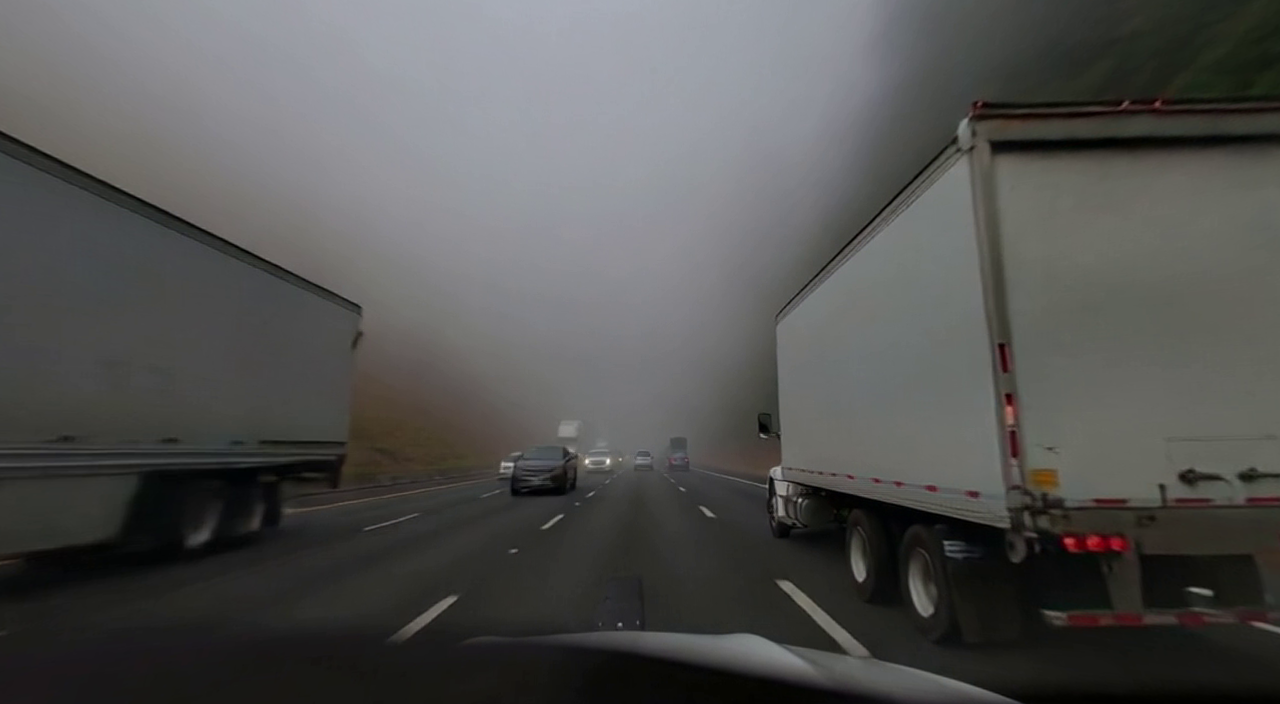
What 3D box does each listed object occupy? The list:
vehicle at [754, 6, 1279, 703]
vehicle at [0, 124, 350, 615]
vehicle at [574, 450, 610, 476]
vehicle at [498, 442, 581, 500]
[{"bbox_3d":[3.215,0.369,6.354,2.959,3.973,5.928,0,-9,0],"label":"vehicle"},{"bbox_3d":[-6.783,0.028,4.477,2.849,4.061,13.858,0,-9,0],"label":"vehicle"},{"bbox_3d":[-3.077,7.173,40.910,2.005,1.598,3.684,0,-9,1],"label":"vehicle"},{"bbox_3d":[-3.194,3.859,20.880,2.008,1.671,4.126,0,-9,1],"label":"vehicle"}]
